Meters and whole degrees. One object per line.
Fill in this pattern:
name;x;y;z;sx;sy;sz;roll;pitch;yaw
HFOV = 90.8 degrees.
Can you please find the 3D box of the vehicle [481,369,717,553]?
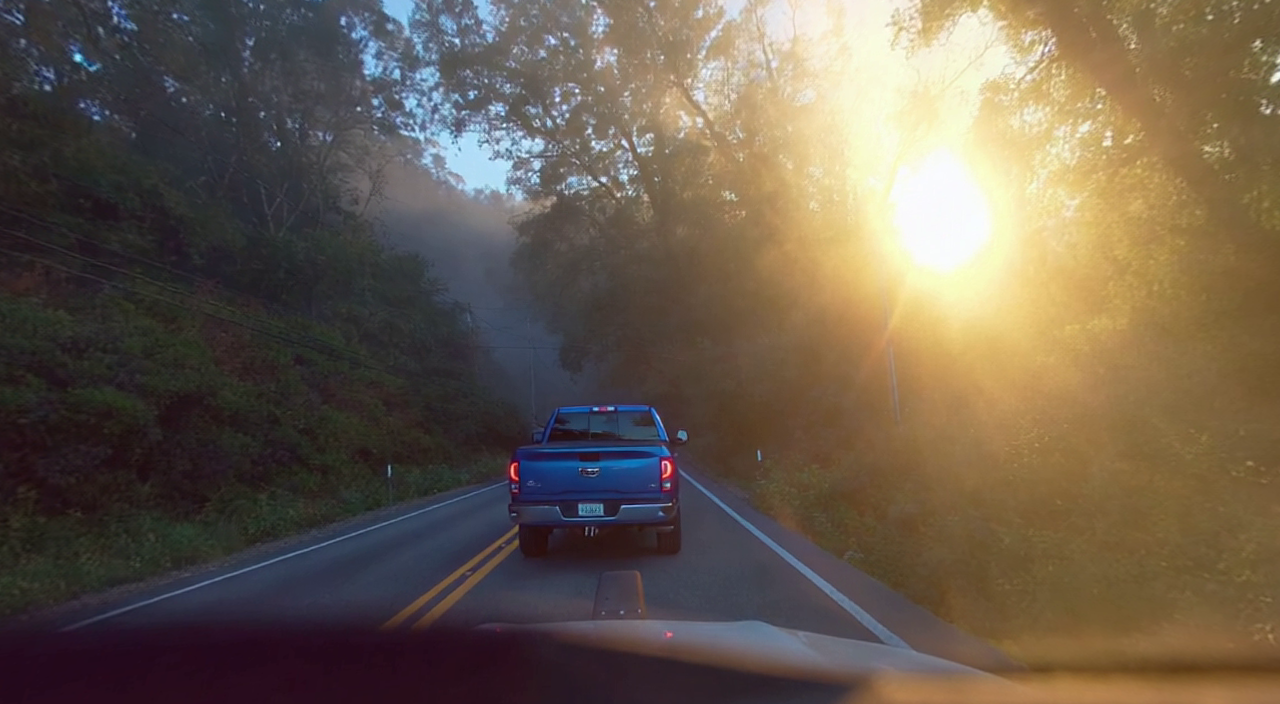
vehicle;-0.526;1.749;10.688;2.837;2.223;5.885;0;-8;-1
